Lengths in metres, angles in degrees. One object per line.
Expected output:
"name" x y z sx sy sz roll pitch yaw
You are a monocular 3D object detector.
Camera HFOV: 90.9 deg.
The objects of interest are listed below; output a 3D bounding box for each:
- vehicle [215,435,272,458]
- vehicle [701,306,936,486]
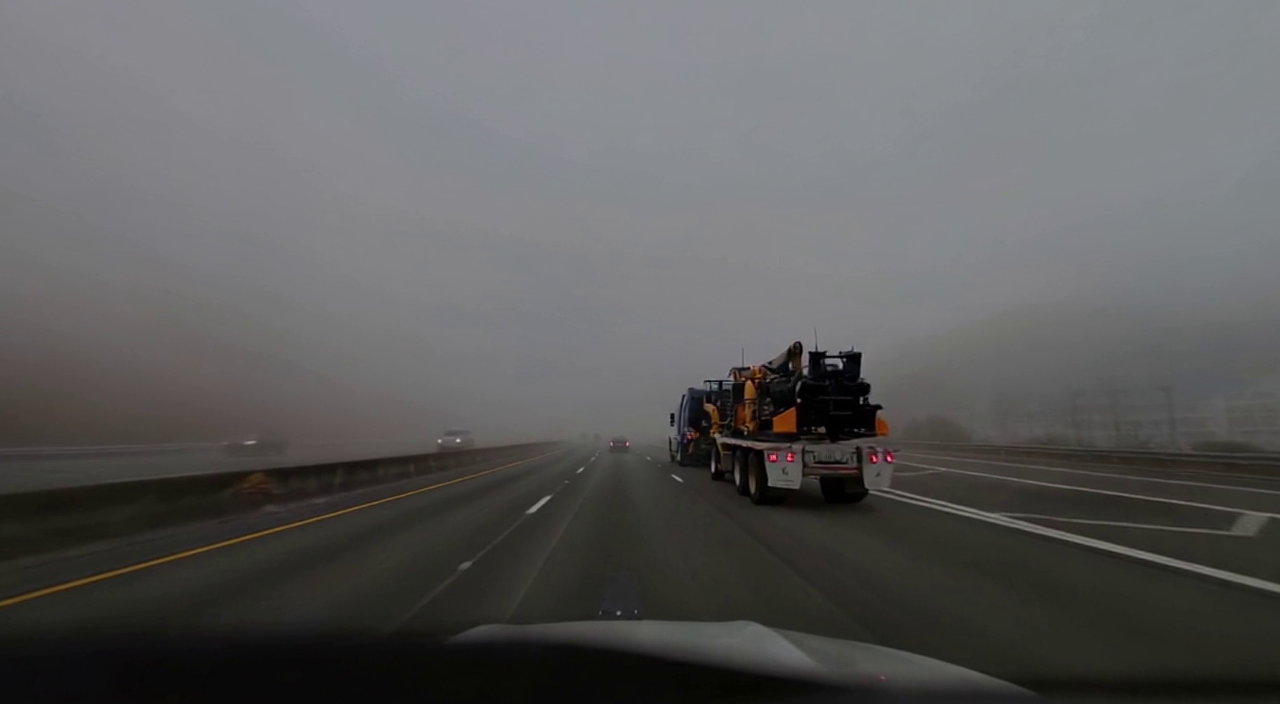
"vehicle" -26.592 6.336 42.386 1.708 1.442 3.465 1 -8 -3
"vehicle" 3.553 1.294 15.203 2.833 3.180 8.004 1 -8 -4
